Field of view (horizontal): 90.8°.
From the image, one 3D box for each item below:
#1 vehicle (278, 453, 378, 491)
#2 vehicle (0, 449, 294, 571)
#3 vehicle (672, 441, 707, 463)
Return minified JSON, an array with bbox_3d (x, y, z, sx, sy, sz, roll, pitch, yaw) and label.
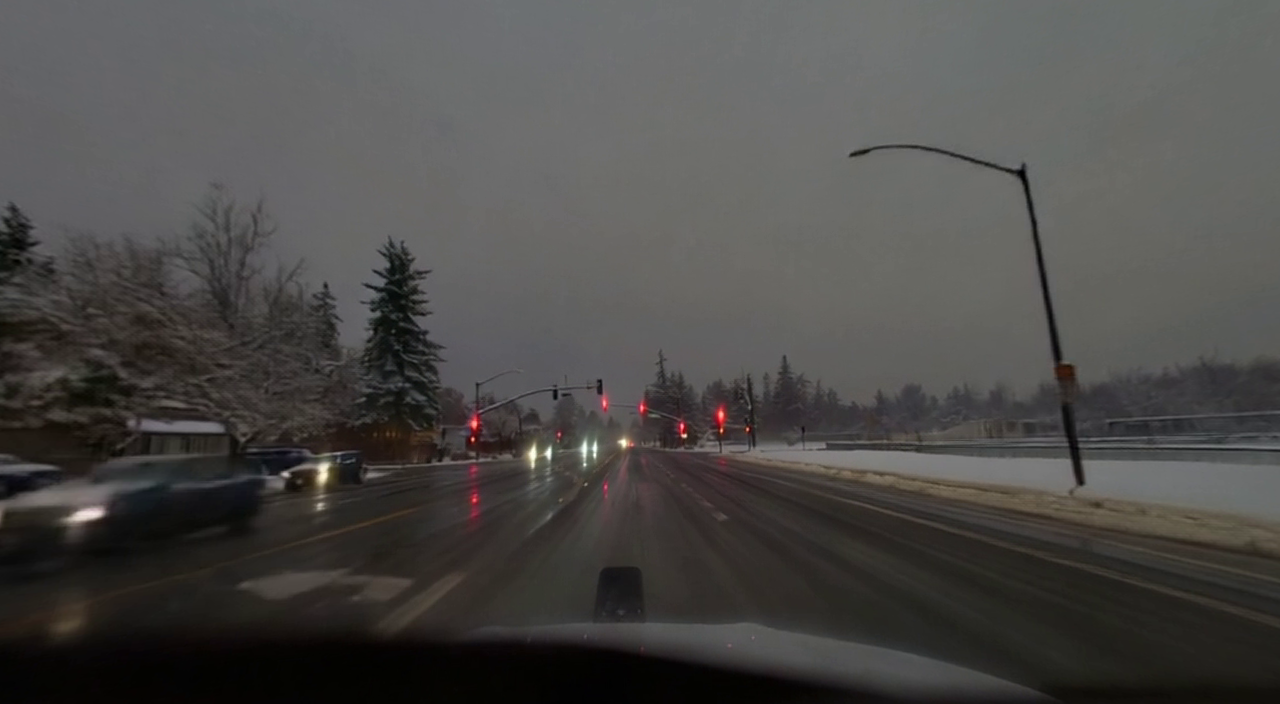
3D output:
[{"bbox_3d":[-13.499,5.206,27.705,1.992,1.453,4.439,0,-8,2],"label":"vehicle"},{"bbox_3d":[-7.697,2.316,10.090,1.931,1.483,4.246,0,-8,0],"label":"vehicle"},{"bbox_3d":[3.589,7.323,46.399,2.133,1.494,4.265,0,-9,-2],"label":"vehicle"}]
